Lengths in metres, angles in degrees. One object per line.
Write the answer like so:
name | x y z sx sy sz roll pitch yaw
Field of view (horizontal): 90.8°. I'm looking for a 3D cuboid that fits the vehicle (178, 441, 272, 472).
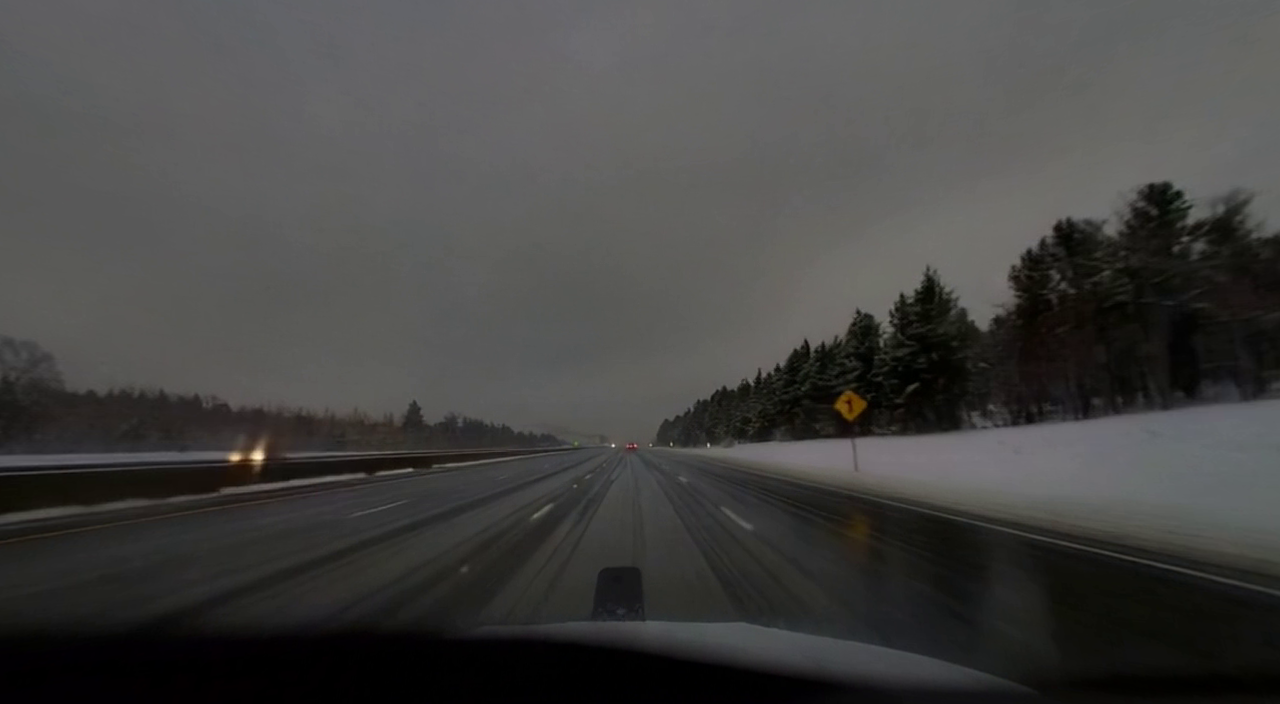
vehicle | -21.503 5.437 32.905 1.918 1.480 4.309 0 -9 1
